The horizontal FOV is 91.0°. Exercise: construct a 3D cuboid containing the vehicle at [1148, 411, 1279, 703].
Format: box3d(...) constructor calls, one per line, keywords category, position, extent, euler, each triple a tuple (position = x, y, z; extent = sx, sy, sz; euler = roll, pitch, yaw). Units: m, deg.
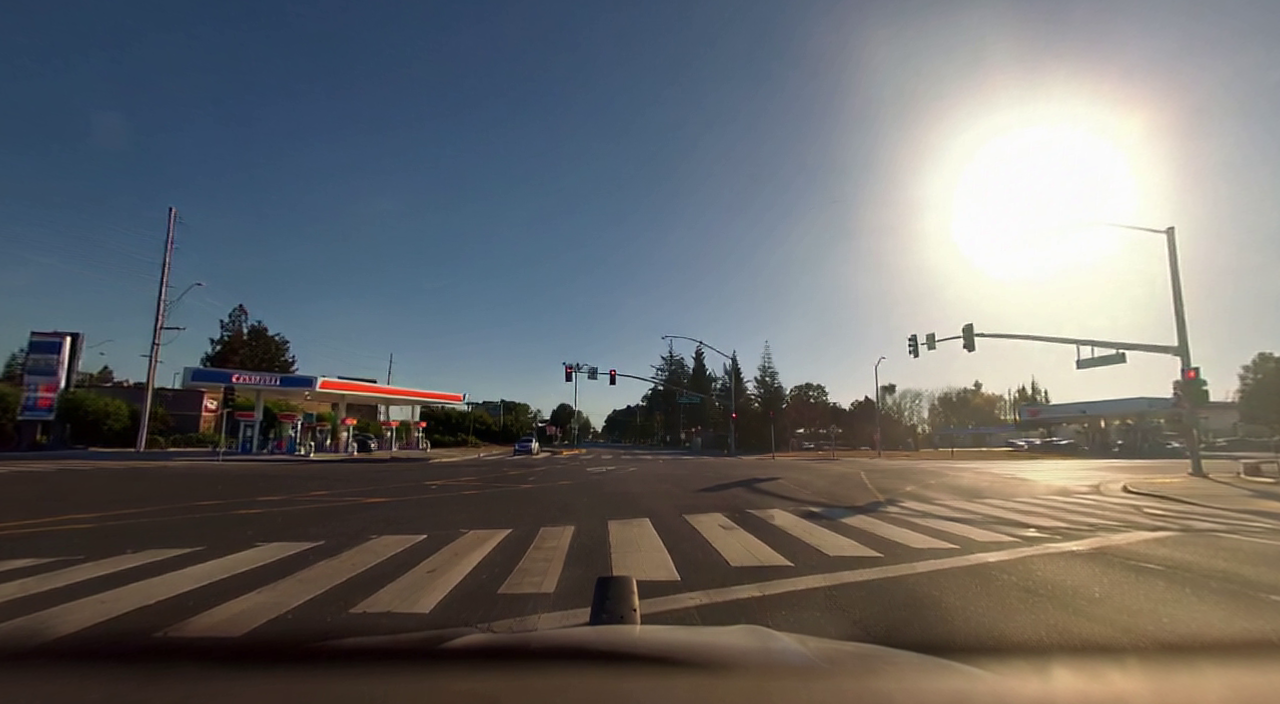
box3d(category="vehicle", position=(3.316, 0.680, 0.547), extent=(2.023, 1.437, 4.477), euler=(0, -9, 0))
